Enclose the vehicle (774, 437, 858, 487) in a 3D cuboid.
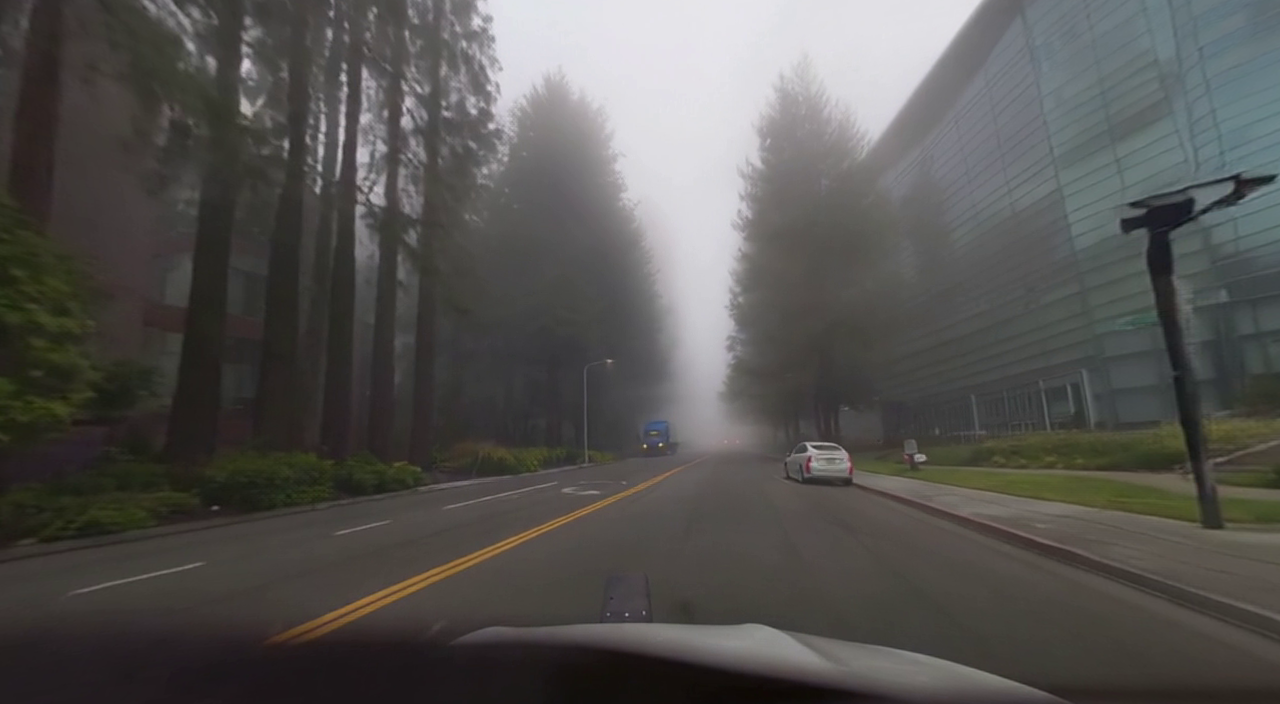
[{"bbox_3d":[5.969,3.766,21.916,2.098,1.509,4.389,-1,-8,6],"label":"vehicle"}]
